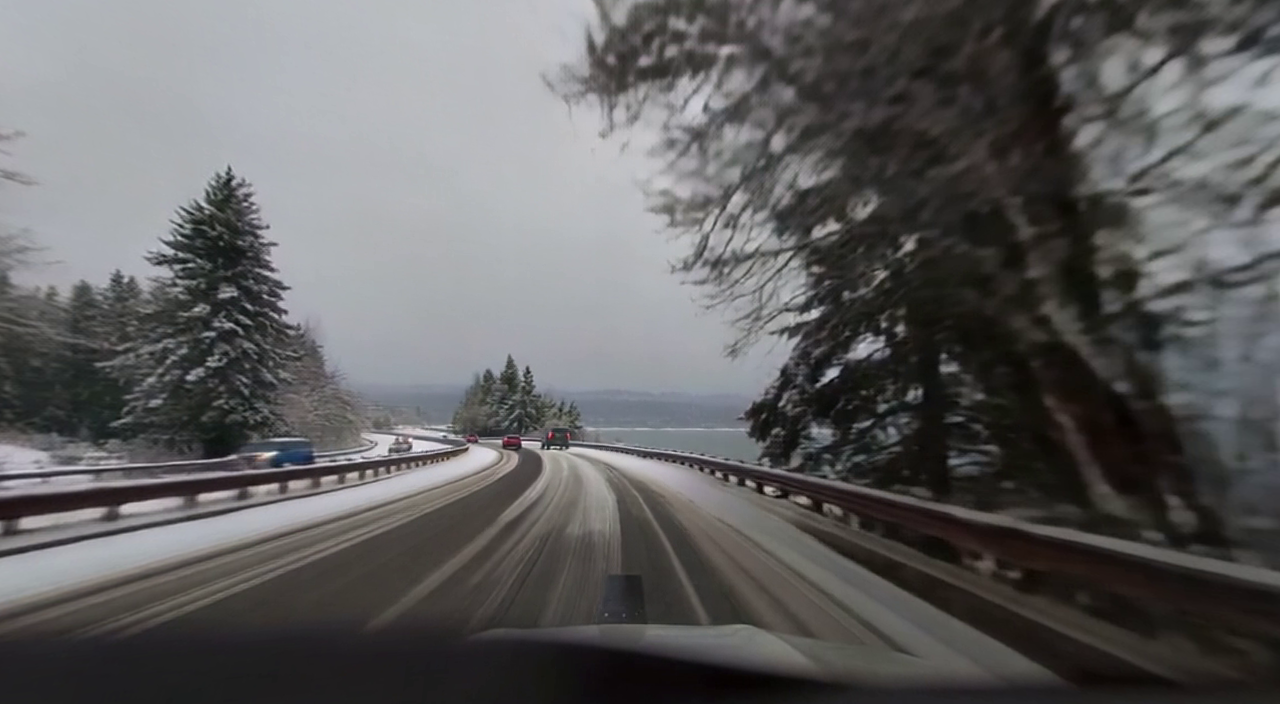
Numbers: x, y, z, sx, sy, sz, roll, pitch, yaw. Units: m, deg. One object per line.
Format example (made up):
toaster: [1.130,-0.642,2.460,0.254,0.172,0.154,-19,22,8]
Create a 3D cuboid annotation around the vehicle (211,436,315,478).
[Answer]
vehicle: [-16.657,4.653,28.193,2.331,1.704,4.213,1,-9,-6]
